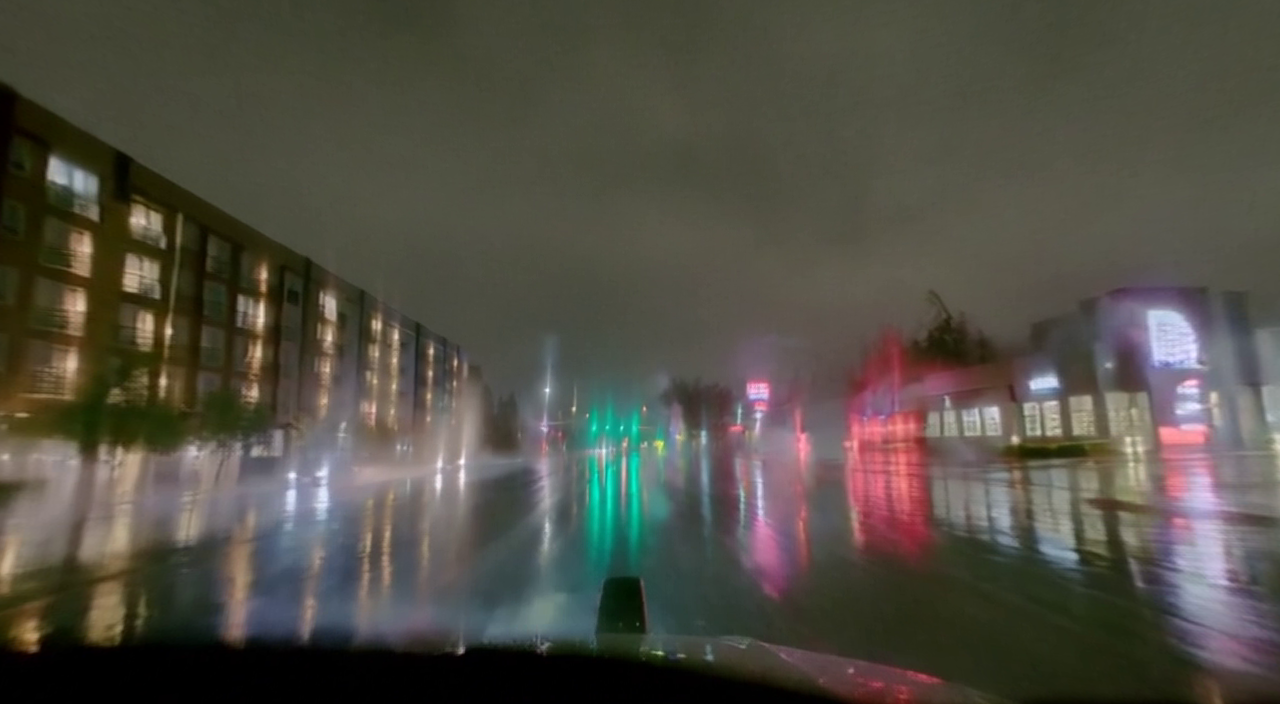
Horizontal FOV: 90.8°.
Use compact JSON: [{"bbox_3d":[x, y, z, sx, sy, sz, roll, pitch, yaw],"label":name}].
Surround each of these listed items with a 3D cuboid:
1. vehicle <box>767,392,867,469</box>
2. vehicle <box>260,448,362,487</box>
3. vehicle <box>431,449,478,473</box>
[{"bbox_3d":[9.818,4.620,36.297,3.174,3.794,9.019,-1,-9,1],"label":"vehicle"},{"bbox_3d":[-14.693,5.240,28.548,1.841,1.543,4.680,-2,-11,4],"label":"vehicle"},{"bbox_3d":[-12.437,7.307,42.626,1.901,1.465,4.604,0,-8,-2],"label":"vehicle"}]
